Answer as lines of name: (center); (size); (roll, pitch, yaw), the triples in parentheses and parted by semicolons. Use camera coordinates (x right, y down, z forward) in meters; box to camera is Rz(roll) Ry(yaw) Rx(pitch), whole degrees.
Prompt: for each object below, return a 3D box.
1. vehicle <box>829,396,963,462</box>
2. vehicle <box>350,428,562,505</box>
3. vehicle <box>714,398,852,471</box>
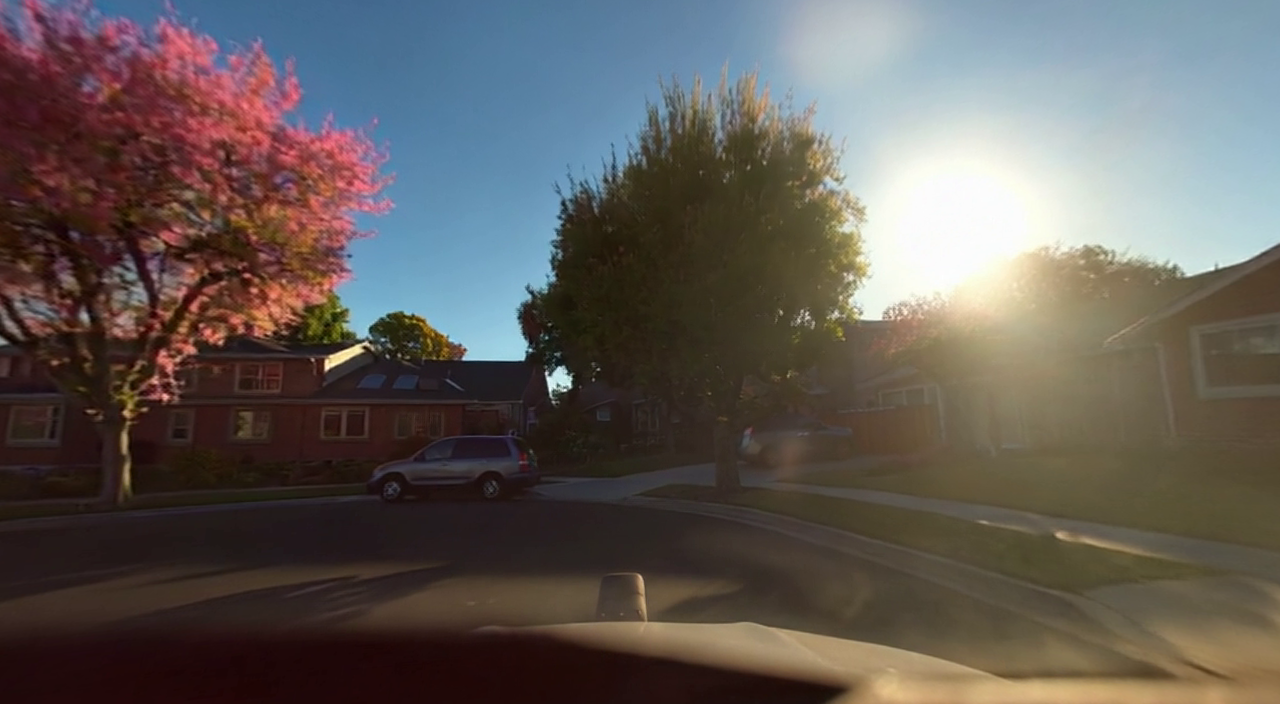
vehicle: (7.973, 2.342, 19.458); (2.152, 1.773, 4.495); (-9, -10, 44)
vehicle: (-4.703, 2.974, 16.610); (4.815, 1.827, 2.147); (-2, -9, 9)
vehicle: (4.612, 2.554, 19.982); (2.310, 1.701, 4.280); (-10, -6, 41)
